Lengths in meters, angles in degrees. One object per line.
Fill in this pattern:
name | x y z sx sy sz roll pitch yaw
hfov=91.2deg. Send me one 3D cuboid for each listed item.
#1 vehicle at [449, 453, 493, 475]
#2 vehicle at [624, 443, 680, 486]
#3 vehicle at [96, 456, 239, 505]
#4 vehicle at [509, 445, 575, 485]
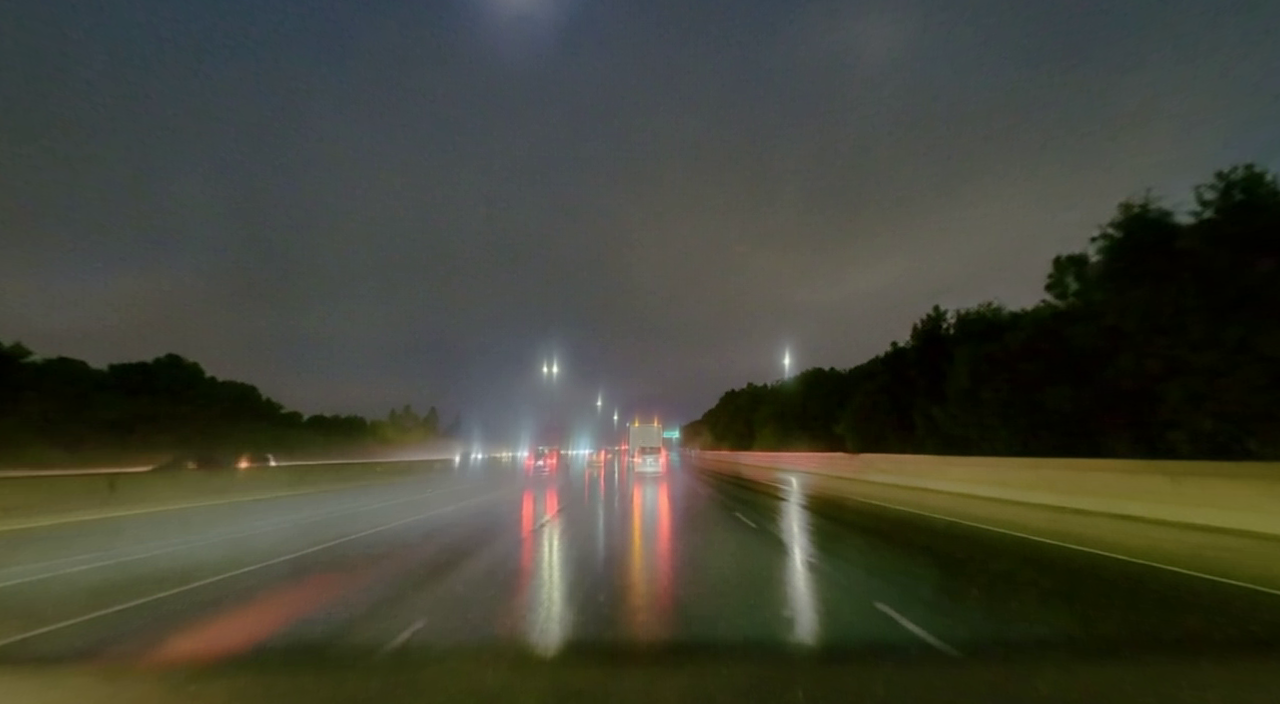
vehicle | -12.482 8.311 46.596 1.954 1.514 4.517 -1 -9 1
vehicle | 0.399 4.443 24.954 2.015 1.526 4.286 0 -9 -1
vehicle | -16.789 4.546 22.570 1.874 1.538 4.116 0 -9 0
vehicle | -3.955 4.630 26.001 1.940 1.502 4.463 -1 -9 1
